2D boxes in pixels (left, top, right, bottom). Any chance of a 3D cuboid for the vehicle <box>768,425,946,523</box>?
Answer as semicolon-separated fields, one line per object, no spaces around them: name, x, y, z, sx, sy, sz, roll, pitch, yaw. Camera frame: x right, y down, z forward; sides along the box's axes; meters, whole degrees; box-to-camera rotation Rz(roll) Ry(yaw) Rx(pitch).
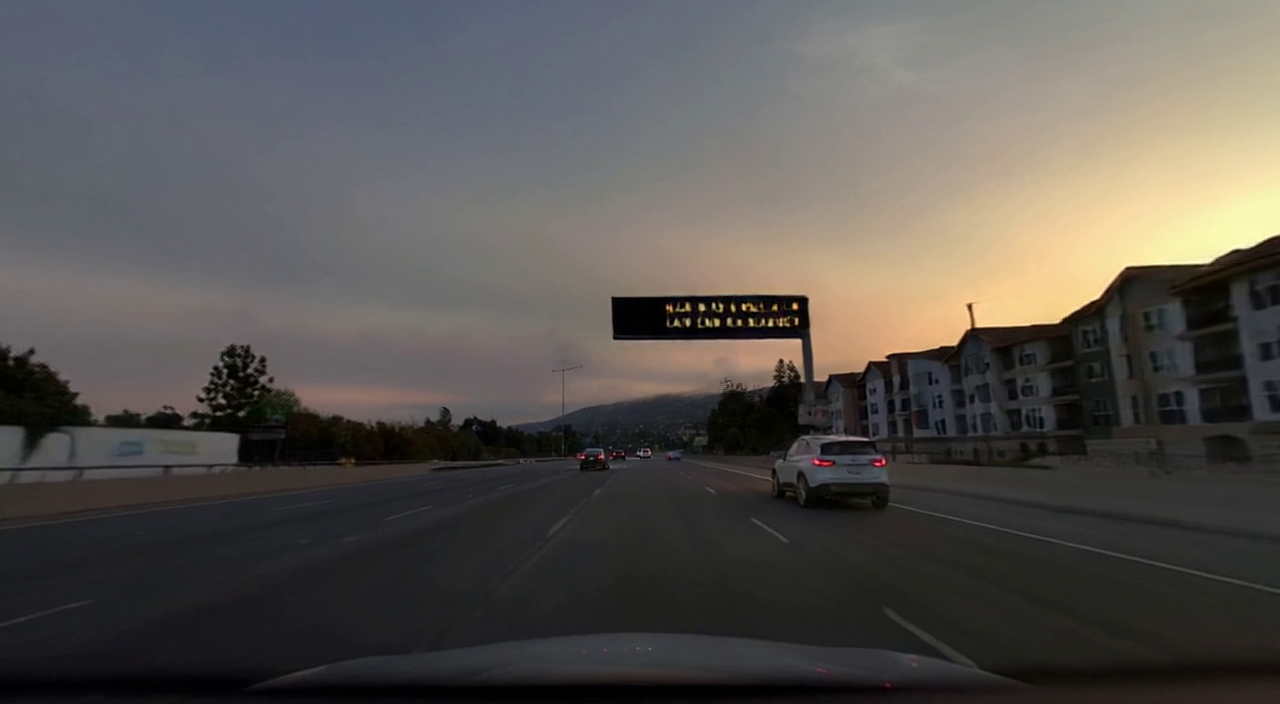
vehicle;4.389;2.562;13.717;2.170;1.733;4.631;0;-9;0

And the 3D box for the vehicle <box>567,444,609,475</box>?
vehicle;-3.076;6.449;38.139;2.075;1.721;4.763;0;-9;0

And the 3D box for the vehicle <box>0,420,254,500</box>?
vehicle;-31.297;6.718;39.951;2.885;3.956;16.583;0;-9;1
